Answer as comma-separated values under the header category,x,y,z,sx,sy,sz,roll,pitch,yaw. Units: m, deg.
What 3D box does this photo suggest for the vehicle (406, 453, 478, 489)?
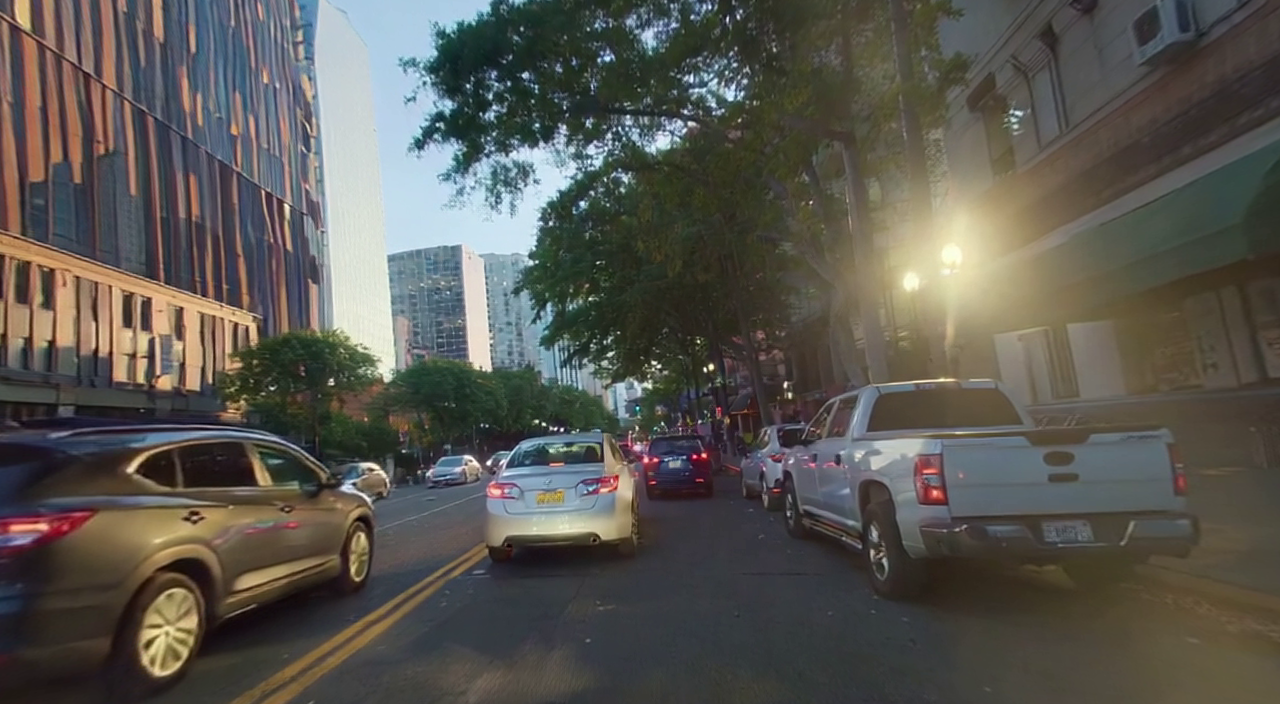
category,x,y,z,sx,sy,sz,roll,pitch,yaw
vehicle,-9.416,5.688,30.516,1.976,1.475,4.684,-1,-8,0

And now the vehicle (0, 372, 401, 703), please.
category,x,y,z,sx,sy,sz,roll,pitch,yaw
vehicle,-3.833,1.338,5.057,2.000,1.818,4.668,0,-8,0

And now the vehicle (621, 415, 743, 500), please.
category,x,y,z,sx,sy,sz,roll,pitch,yaw
vehicle,1.329,2.830,17.278,2.352,1.953,4.798,-3,-9,16

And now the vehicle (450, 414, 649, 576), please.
category,x,y,z,sx,sy,sz,roll,pitch,yaw
vehicle,-0.932,1.791,8.668,2.076,1.667,3.948,-1,-8,1

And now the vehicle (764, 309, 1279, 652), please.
category,x,y,z,sx,sy,sz,roll,pitch,yaw
vehicle,2.994,1.132,6.517,2.225,2.070,5.264,0,-8,-1
